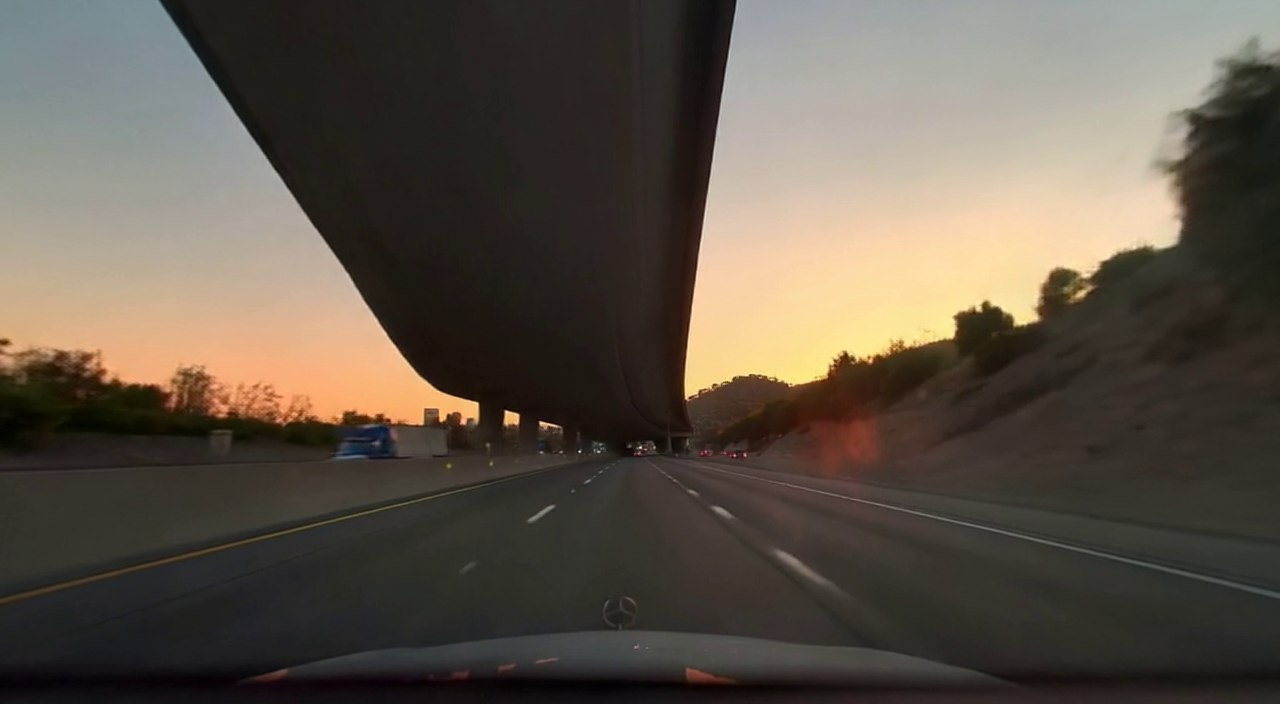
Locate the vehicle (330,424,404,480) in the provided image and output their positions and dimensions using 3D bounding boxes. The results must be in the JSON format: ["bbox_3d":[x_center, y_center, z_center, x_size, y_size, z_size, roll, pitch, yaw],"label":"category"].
[{"bbox_3d":[-20.543,7.543,47.726,2.942,3.931,5.873,-1,-9,0],"label":"vehicle"}]
